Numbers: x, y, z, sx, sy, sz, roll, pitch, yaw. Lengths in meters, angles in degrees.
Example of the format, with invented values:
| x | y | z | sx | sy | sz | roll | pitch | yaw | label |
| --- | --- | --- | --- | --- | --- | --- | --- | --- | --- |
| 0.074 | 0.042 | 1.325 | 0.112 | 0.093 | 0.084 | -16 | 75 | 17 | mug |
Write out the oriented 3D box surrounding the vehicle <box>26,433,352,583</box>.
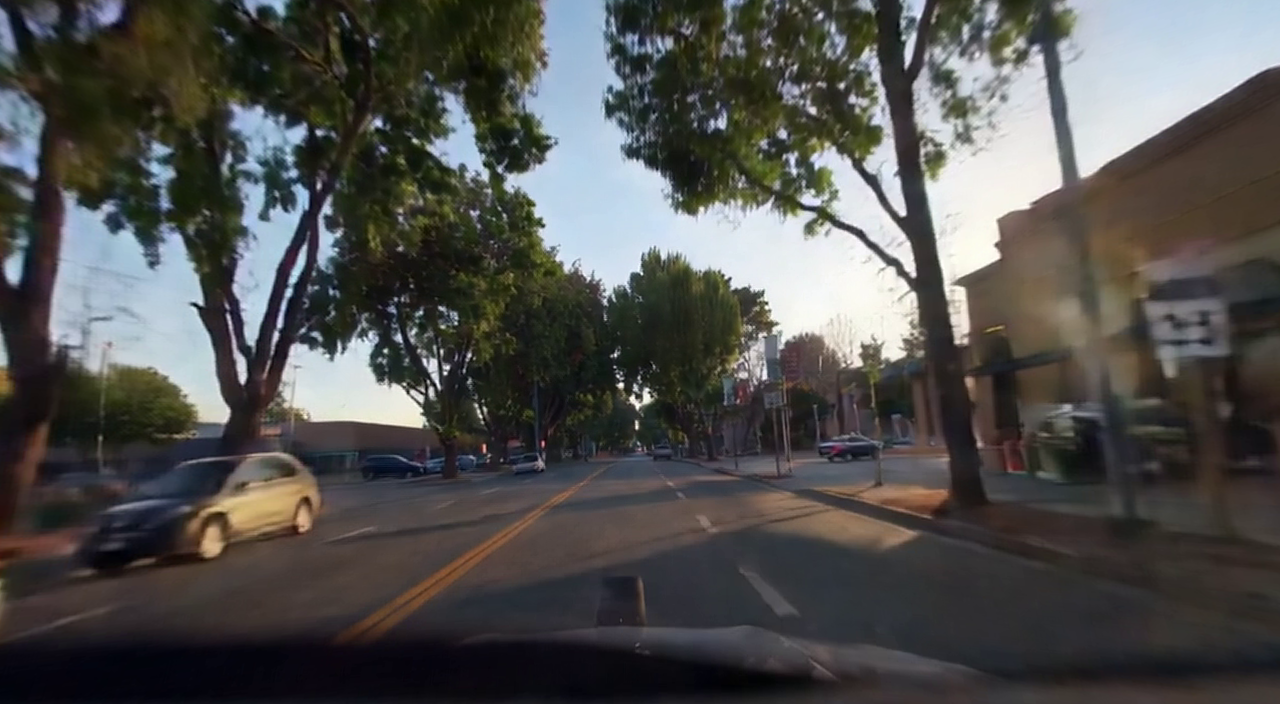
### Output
| x | y | z | sx | sy | sz | roll | pitch | yaw | label |
| --- | --- | --- | --- | --- | --- | --- | --- | --- | --- |
| -6.955 | 2.388 | 10.631 | 2.027 | 1.909 | 4.696 | 0 | -9 | -1 | vehicle |

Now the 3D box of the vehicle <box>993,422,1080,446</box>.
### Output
| x | y | z | sx | sy | sz | roll | pitch | yaw | label |
| --- | --- | --- | --- | --- | --- | --- | --- | --- | --- |
| 25.888 | 5.420 | 41.310 | 4.413 | 1.435 | 1.765 | -9 | -12 | 44 | vehicle |

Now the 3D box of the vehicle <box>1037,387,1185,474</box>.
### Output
| x | y | z | sx | sy | sz | roll | pitch | yaw | label |
| --- | --- | --- | --- | --- | --- | --- | --- | --- | --- |
| 11.378 | 1.922 | 15.089 | 2.124 | 1.711 | 5.059 | -8 | -12 | 42 | vehicle |

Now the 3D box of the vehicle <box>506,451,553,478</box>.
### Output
| x | y | z | sx | sy | sz | roll | pitch | yaw | label |
| --- | --- | --- | --- | --- | --- | --- | --- | --- | --- |
| -6.649 | 6.789 | 38.383 | 1.962 | 1.478 | 4.639 | -1 | -9 | 1 | vehicle |

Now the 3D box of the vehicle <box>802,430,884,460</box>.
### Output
| x | y | z | sx | sy | sz | roll | pitch | yaw | label |
| --- | --- | --- | --- | --- | --- | --- | --- | --- | --- |
| 11.028 | 5.028 | 34.182 | 4.587 | 1.504 | 1.928 | 6 | -11 | -39 | vehicle |

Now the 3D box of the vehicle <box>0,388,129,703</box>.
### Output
| x | y | z | sx | sy | sz | roll | pitch | yaw | label |
| --- | --- | --- | --- | --- | --- | --- | --- | --- | --- |
| -4.069 | 0.811 | 1.306 | 2.103 | 1.750 | 4.660 | 0 | -9 | 0 | vehicle |

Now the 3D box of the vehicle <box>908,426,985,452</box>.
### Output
| x | y | z | sx | sy | sz | roll | pitch | yaw | label |
| --- | --- | --- | --- | --- | --- | --- | --- | --- | --- |
| 21.795 | 6.219 | 45.060 | 4.442 | 1.451 | 1.945 | -12 | -12 | 42 | vehicle |

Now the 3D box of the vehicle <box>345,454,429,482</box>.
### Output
| x | y | z | sx | sy | sz | roll | pitch | yaw | label |
| --- | --- | --- | --- | --- | --- | --- | --- | --- | --- |
| -16.554 | 7.614 | 41.520 | 4.650 | 1.700 | 1.915 | 0 | -9 | -1 | vehicle |
